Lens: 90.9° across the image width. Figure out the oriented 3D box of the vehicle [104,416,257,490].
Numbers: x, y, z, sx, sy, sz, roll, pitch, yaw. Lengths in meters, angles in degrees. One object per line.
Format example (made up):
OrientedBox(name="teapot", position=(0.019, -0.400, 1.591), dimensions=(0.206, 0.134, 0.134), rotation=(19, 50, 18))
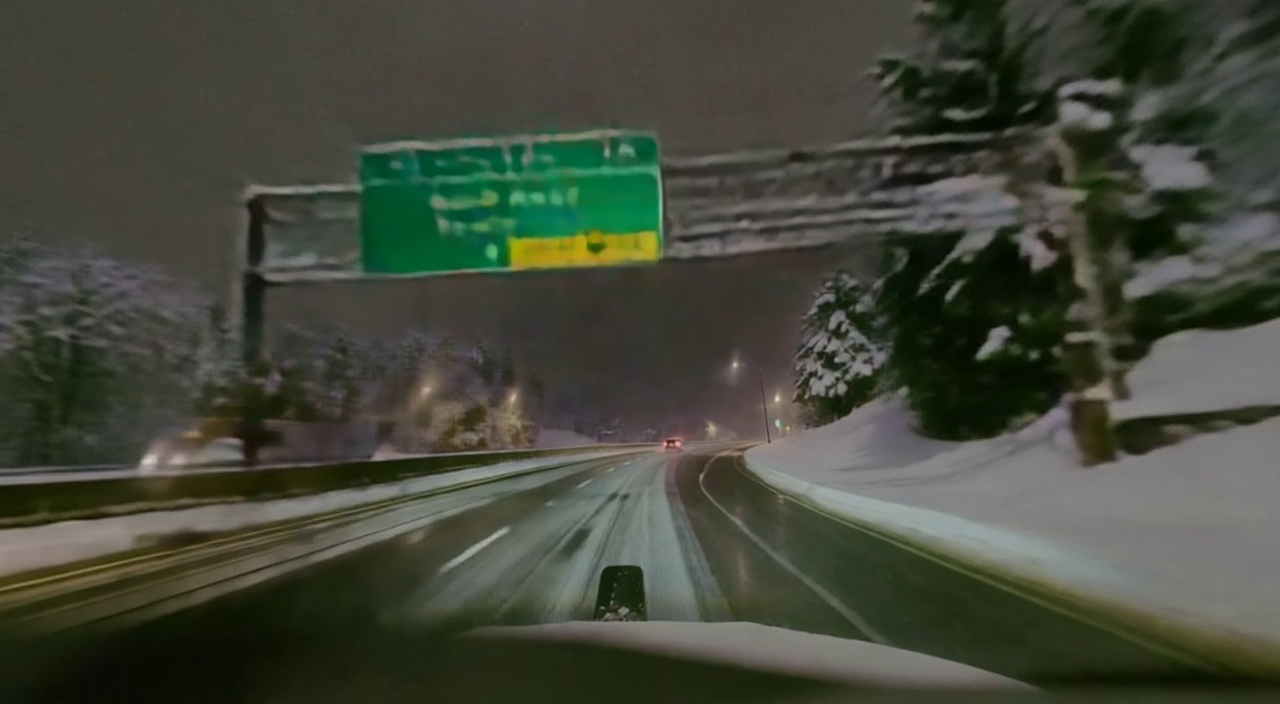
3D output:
OrientedBox(name="vehicle", position=(-28.274, 6.272, 39.501), dimensions=(3.008, 4.074, 8.176), rotation=(-1, -8, 2))
